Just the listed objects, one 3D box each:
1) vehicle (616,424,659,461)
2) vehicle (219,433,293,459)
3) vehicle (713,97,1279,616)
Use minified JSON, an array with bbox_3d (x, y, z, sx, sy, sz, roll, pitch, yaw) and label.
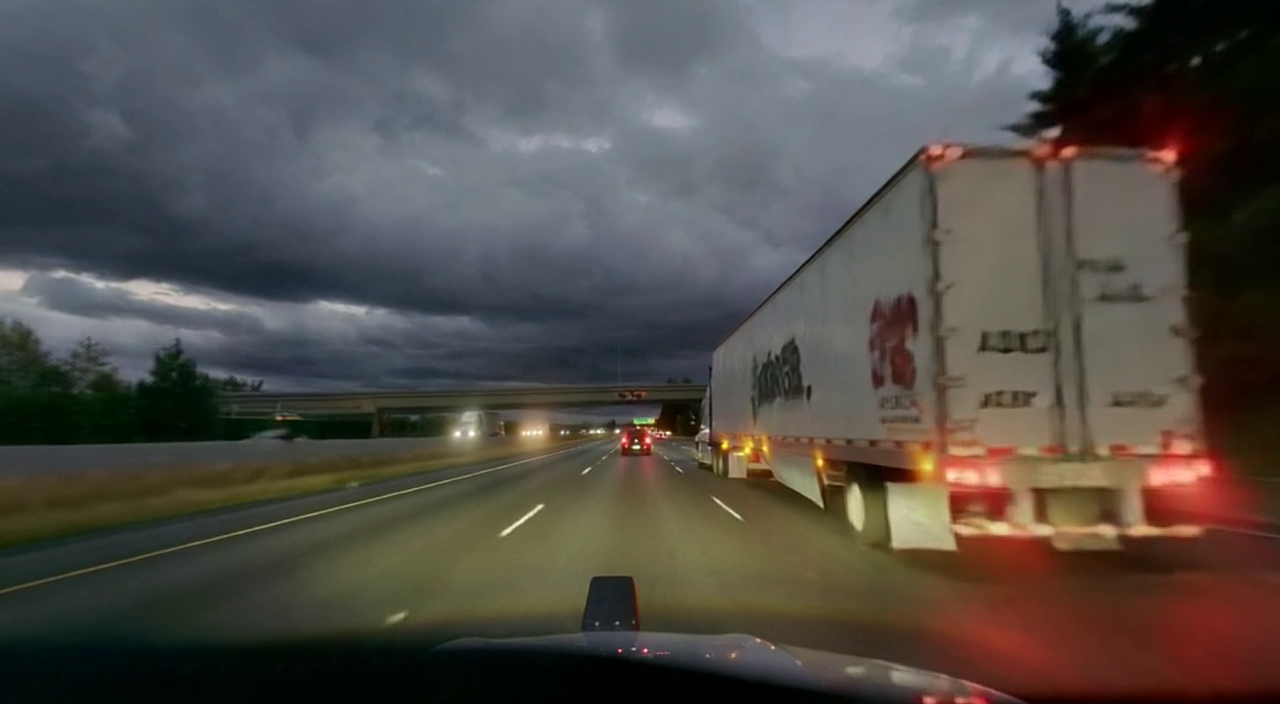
[{"bbox_3d":[-0.182,5.078,35.508,2.277,1.913,4.510,0,-8,-1],"label":"vehicle"},{"bbox_3d":[-22.700,5.555,37.468,1.758,1.455,4.298,0,-8,-1],"label":"vehicle"},{"bbox_3d":[3.873,0.862,11.858,2.987,4.021,14.105,0,-8,-1],"label":"vehicle"}]
